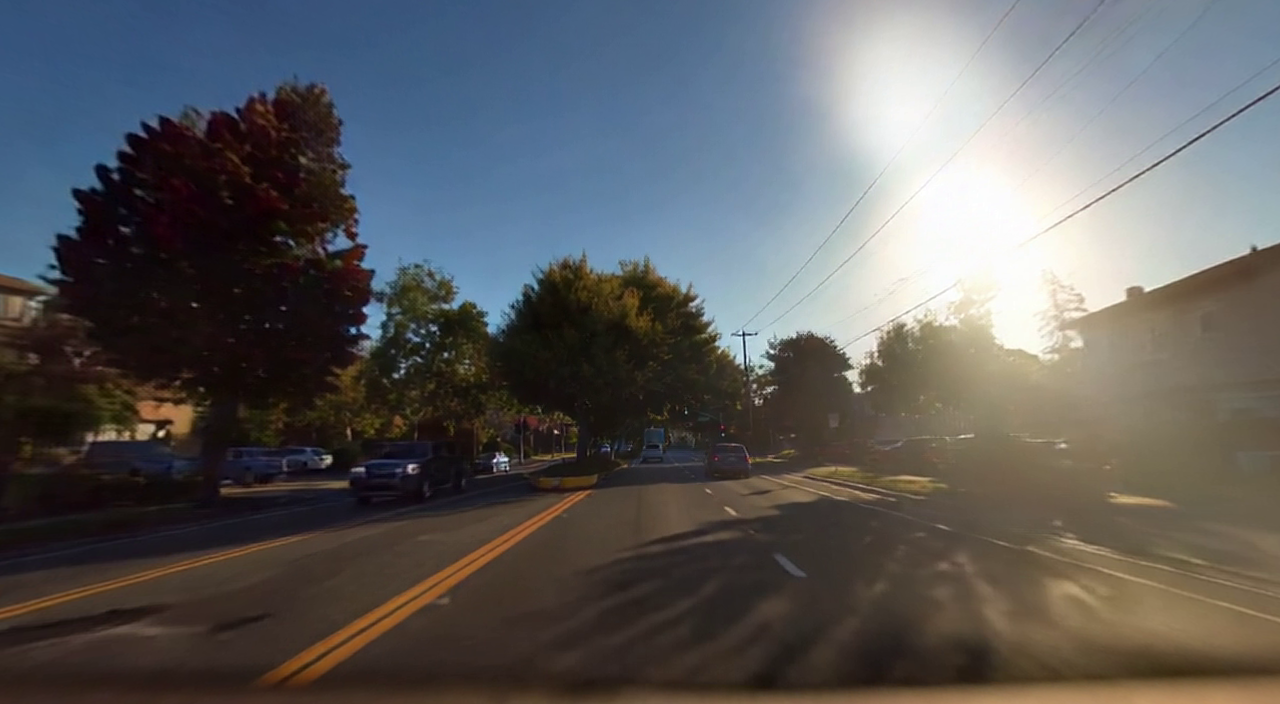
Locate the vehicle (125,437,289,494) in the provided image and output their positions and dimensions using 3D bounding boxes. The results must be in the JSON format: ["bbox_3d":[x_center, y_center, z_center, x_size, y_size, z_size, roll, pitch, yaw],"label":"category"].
[{"bbox_3d":[-16.451,4.276,24.479,2.244,1.851,5.751,-2,-8,1],"label":"vehicle"}]

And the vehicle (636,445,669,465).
[{"bbox_3d":[0.897,7.606,46.820,2.298,1.359,4.081,0,-8,1],"label":"vehicle"}]

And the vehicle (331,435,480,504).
[{"bbox_3d":[-6.872,3.500,19.346,2.303,1.789,5.423,0,-8,2],"label":"vehicle"}]

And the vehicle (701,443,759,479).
[{"bbox_3d":[3.973,4.863,28.485,1.951,1.479,4.487,0,-8,0],"label":"vehicle"}]
